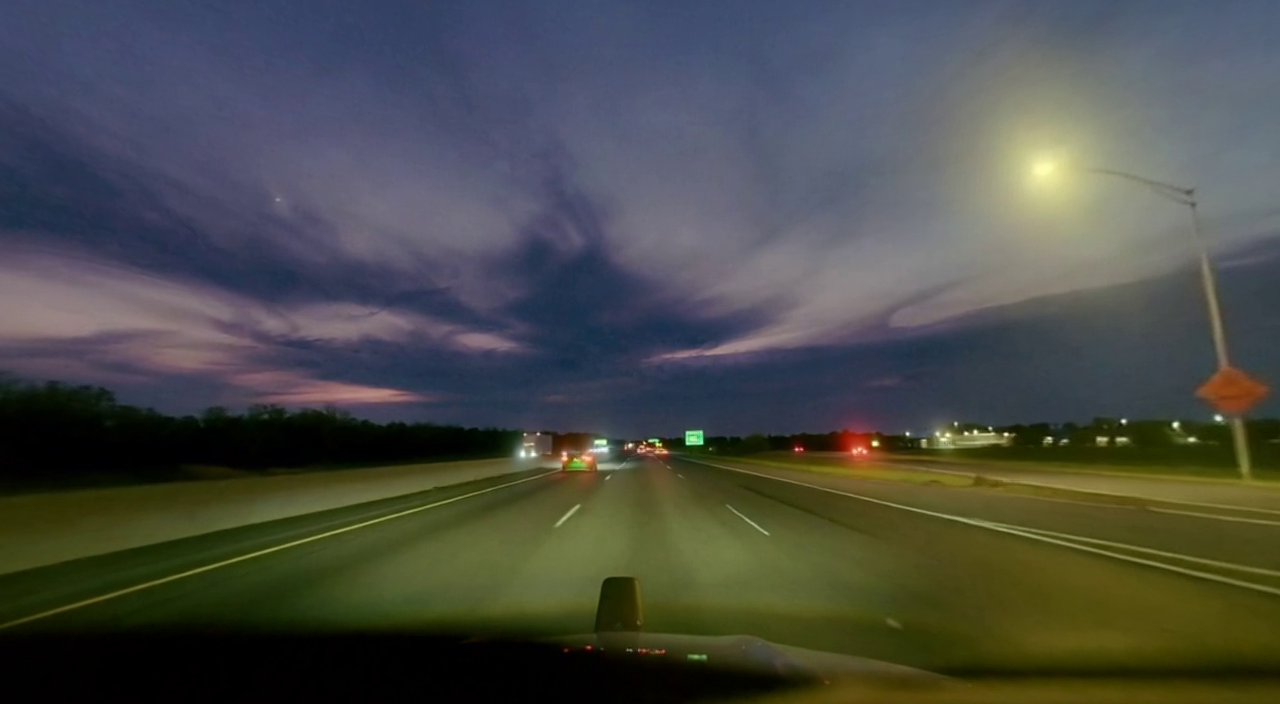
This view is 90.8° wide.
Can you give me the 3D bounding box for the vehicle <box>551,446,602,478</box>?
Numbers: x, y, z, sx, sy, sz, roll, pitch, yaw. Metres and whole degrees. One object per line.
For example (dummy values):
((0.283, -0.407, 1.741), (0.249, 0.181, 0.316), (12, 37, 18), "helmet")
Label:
((-3.247, 5.729, 33.140), (2.180, 1.537, 4.459), (0, -9, 0), "vehicle")
